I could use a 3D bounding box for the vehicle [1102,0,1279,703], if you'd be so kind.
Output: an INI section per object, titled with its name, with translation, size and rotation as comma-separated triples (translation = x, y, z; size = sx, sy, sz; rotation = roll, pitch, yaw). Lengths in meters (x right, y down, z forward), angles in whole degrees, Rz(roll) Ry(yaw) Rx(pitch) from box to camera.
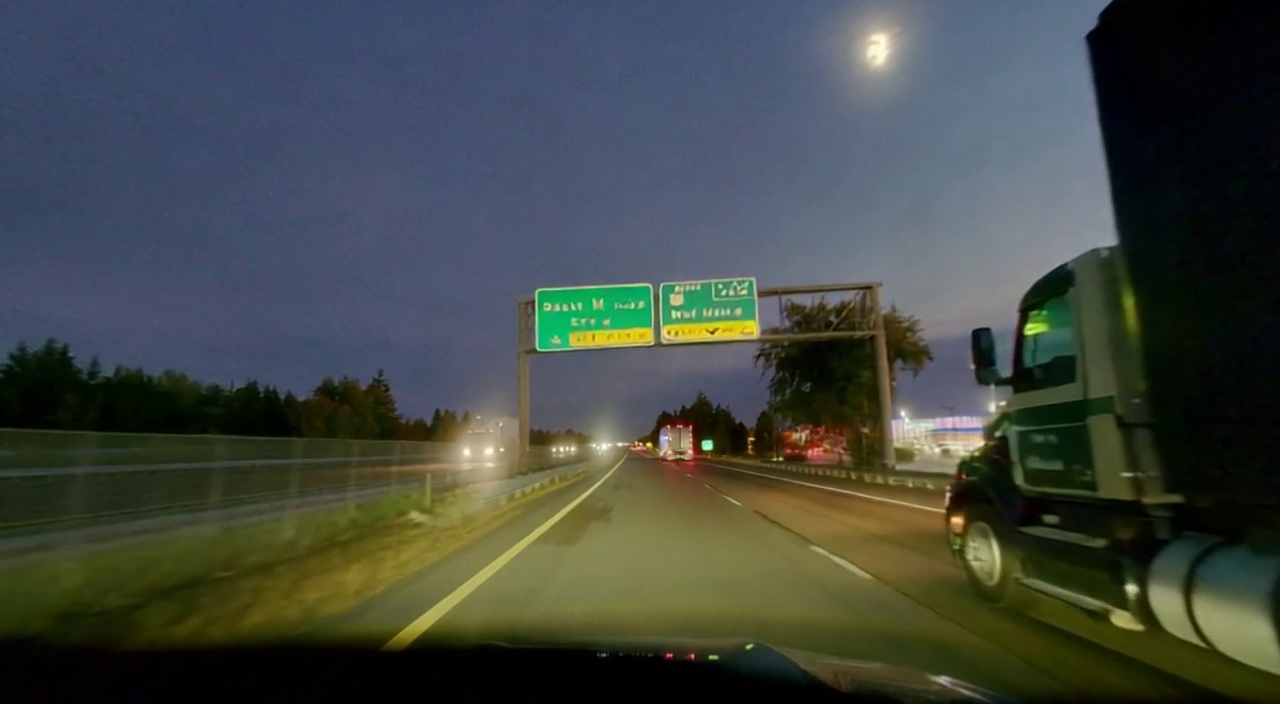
[vehicle]
translation = 4.182, -0.512, 0.384
size = 3.035, 3.966, 6.026
rotation = 0, -9, 0
